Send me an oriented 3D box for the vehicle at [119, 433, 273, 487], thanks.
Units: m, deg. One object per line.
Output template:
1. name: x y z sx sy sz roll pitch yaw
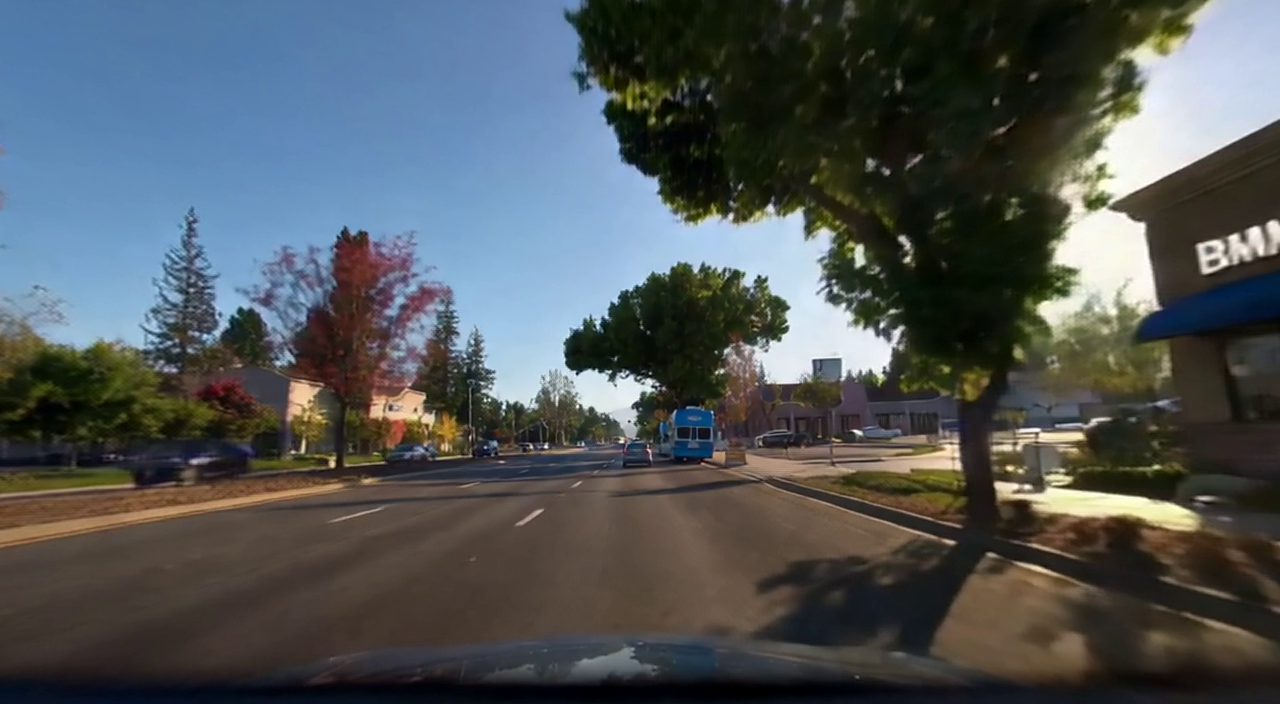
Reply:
1. vehicle: -15.233 3.720 22.093 2.041 1.685 4.571 0 -9 0

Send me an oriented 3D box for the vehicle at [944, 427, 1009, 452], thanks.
1. vehicle: 24.611 6.339 46.133 4.430 1.659 1.905 3 -8 -28

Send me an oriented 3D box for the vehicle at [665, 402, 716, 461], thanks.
1. vehicle: 3.542 5.929 46.425 2.896 3.921 8.415 0 -9 -1

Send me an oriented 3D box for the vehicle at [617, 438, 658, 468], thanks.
1. vehicle: -0.184 5.544 34.729 2.103 1.506 4.742 0 -9 -2
